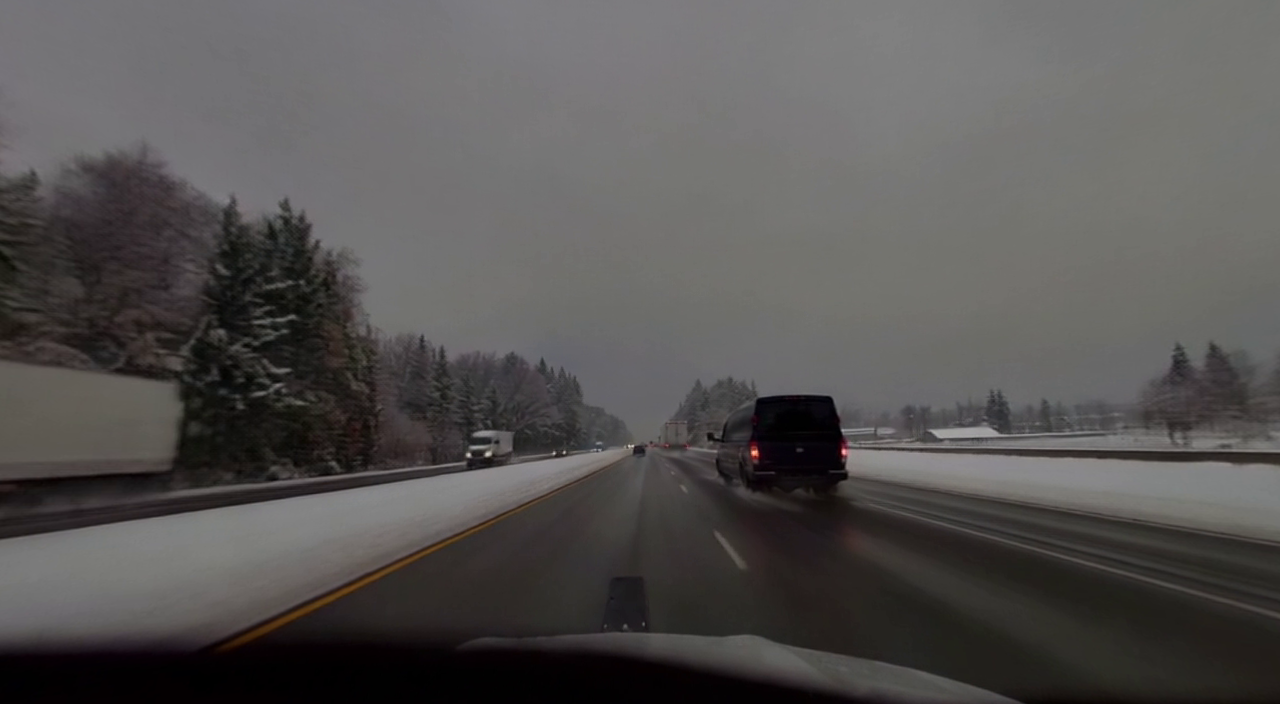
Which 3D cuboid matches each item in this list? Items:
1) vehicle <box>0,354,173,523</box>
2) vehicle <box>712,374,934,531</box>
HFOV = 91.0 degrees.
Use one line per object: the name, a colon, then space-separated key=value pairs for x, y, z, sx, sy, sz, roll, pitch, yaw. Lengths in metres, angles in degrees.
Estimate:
vehicle: x=-16.877 y=1.869 z=13.727 sx=2.848 sy=4.037 sz=13.496 roll=0 pitch=-8 yaw=1
vehicle: x=3.214 y=2.016 z=13.042 sx=2.677 sy=2.439 sz=6.402 roll=0 pitch=-8 yaw=0
